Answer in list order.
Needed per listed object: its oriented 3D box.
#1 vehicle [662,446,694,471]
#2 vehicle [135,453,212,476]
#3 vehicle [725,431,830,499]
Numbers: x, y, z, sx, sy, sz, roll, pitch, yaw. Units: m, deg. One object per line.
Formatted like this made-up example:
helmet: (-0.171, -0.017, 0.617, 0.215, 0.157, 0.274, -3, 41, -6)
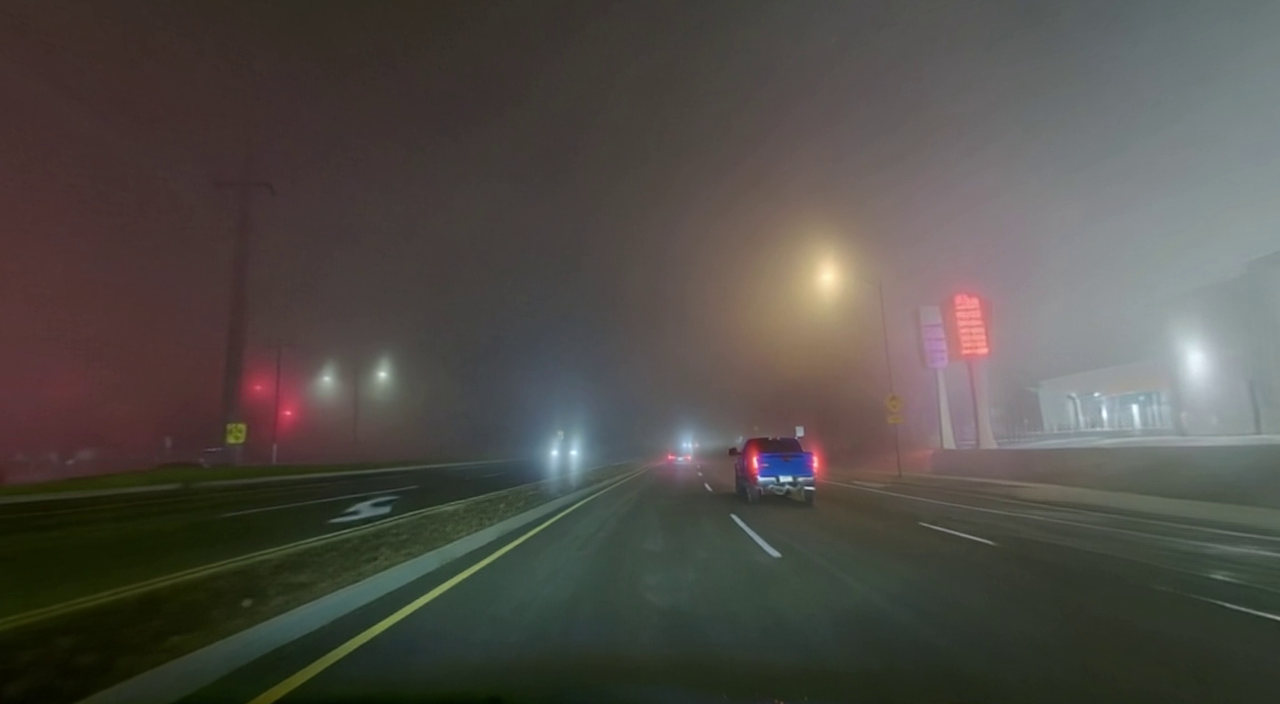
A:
vehicle: (2.550, 7.002, 41.658, 1.968, 1.521, 4.262, 0, -9, 5)
vehicle: (-32.188, 7.744, 43.476, 3.963, 1.494, 1.802, -1, -9, 7)
vehicle: (4.341, 3.675, 20.946, 2.367, 1.919, 5.651, 0, -9, 2)
